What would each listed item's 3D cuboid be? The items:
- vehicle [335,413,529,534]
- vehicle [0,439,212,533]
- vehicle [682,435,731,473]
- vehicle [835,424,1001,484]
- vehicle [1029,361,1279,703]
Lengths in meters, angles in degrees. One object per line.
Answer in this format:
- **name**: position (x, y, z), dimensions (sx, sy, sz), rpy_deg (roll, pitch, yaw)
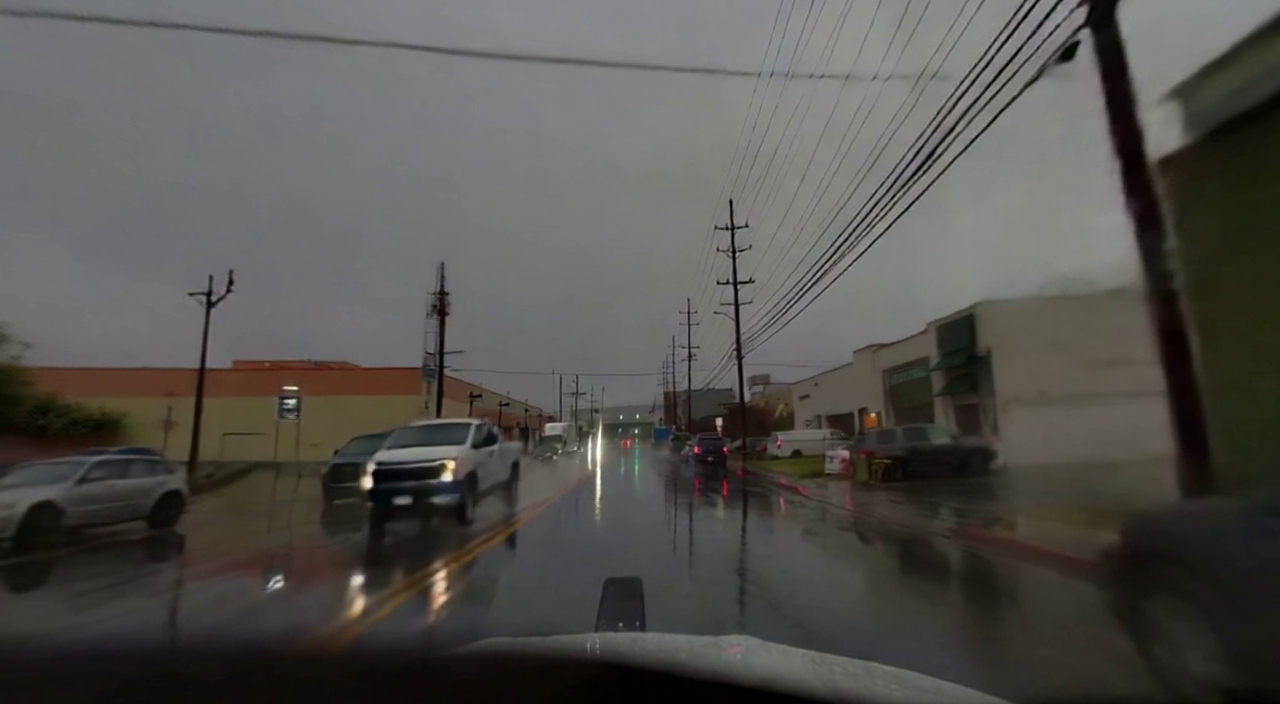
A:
- **vehicle**: position (-3.721, 2.277, 12.478), dimensions (2.229, 1.889, 4.816), rpy_deg (0, -8, -1)
- **vehicle**: position (-11.853, 2.638, 12.800), dimensions (4.936, 1.703, 1.959), rpy_deg (4, -9, -26)
- **vehicle**: position (3.765, 5.904, 36.833), dimensions (2.333, 1.967, 6.008), rpy_deg (0, -8, 2)
- **vehicle**: position (8.893, 3.291, 20.555), dimensions (4.406, 1.822, 2.071), rpy_deg (0, -8, 2)
- **vehicle**: position (3.930, 0.832, 2.295), dimensions (2.092, 1.730, 4.595), rpy_deg (0, -8, 0)
